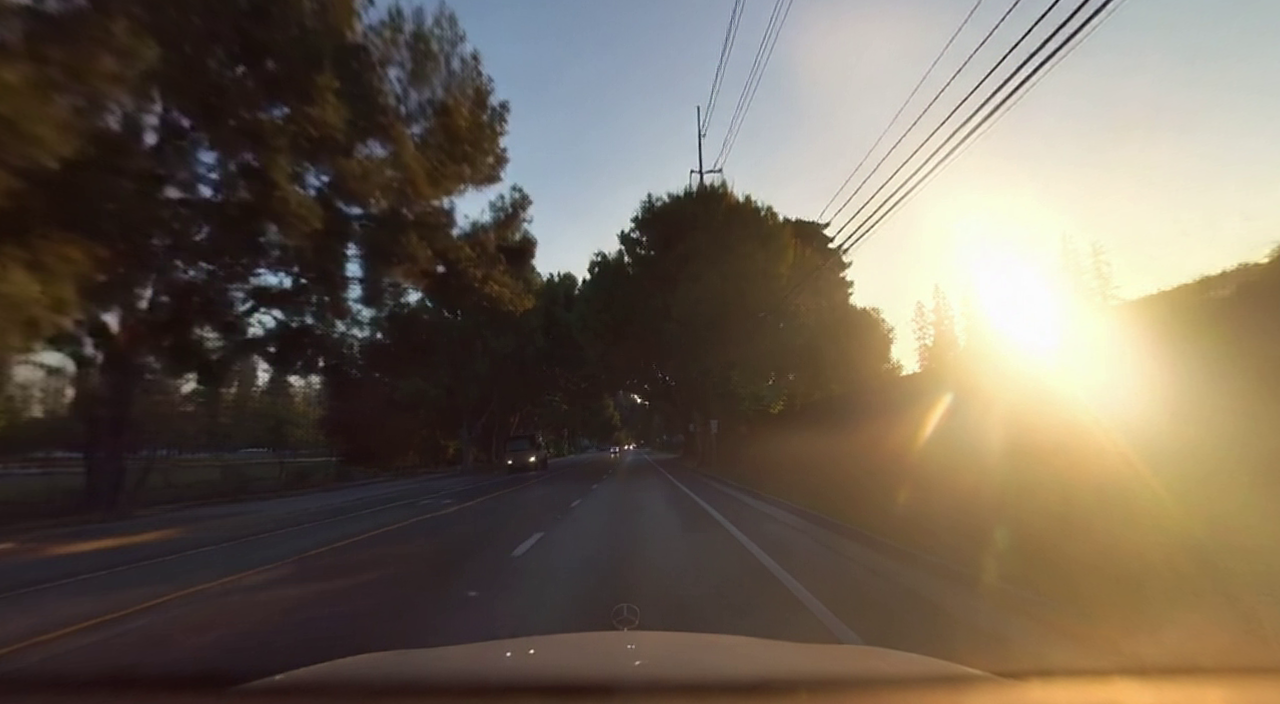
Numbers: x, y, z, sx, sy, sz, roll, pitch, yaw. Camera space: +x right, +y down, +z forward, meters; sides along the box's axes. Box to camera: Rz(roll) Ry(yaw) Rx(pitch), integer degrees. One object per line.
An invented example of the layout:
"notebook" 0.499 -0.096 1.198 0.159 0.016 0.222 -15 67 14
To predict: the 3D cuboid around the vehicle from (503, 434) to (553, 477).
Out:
"vehicle" -7.857 7.249 44.897 2.351 2.696 6.106 -2 -7 1
